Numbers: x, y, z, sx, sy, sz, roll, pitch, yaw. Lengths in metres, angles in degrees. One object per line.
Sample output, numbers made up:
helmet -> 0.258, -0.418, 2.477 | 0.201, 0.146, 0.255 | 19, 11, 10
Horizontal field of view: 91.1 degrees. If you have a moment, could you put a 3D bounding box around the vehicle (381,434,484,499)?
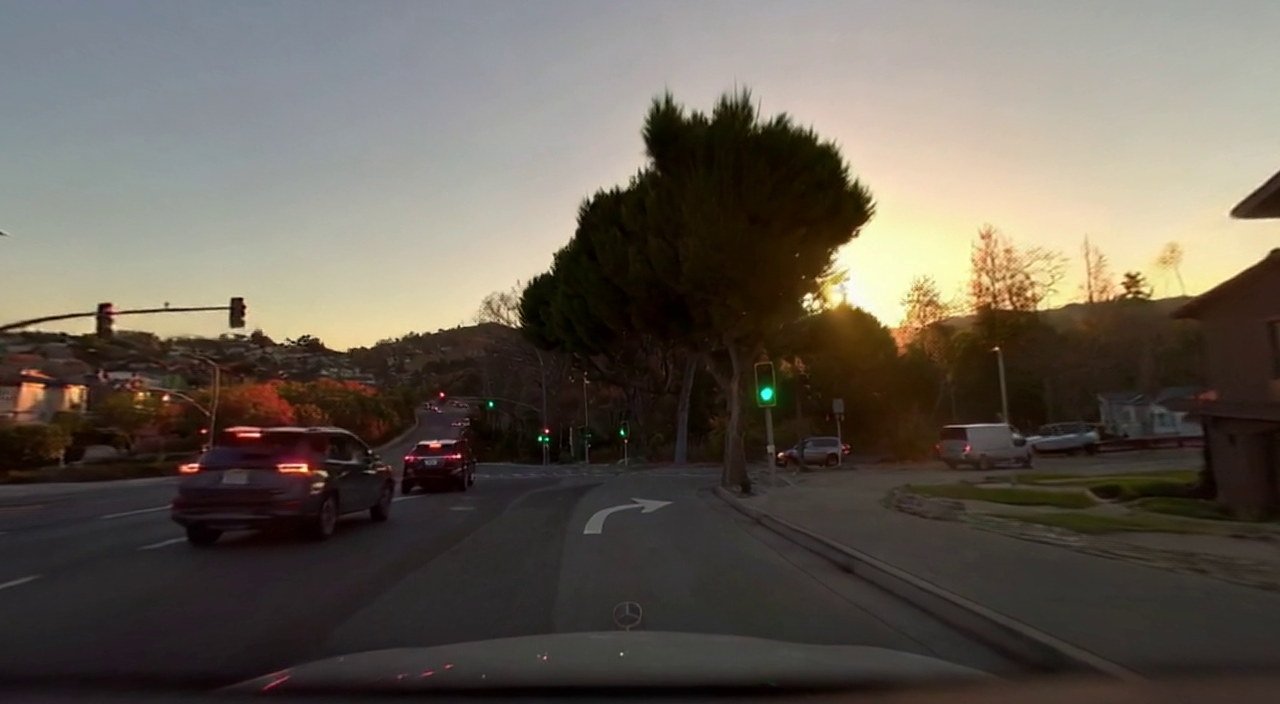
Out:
vehicle -> -5.906, 3.283, 18.436 | 2.024, 1.655, 4.301 | 1, -9, -7

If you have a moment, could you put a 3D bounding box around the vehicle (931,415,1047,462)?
vehicle -> 21.679, 5.401, 39.021 | 6.269, 2.785, 2.334 | 2, -9, -15

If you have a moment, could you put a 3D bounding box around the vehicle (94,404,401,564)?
vehicle -> -5.393, 1.858, 9.556 | 2.152, 1.822, 4.391 | 1, -9, -6
